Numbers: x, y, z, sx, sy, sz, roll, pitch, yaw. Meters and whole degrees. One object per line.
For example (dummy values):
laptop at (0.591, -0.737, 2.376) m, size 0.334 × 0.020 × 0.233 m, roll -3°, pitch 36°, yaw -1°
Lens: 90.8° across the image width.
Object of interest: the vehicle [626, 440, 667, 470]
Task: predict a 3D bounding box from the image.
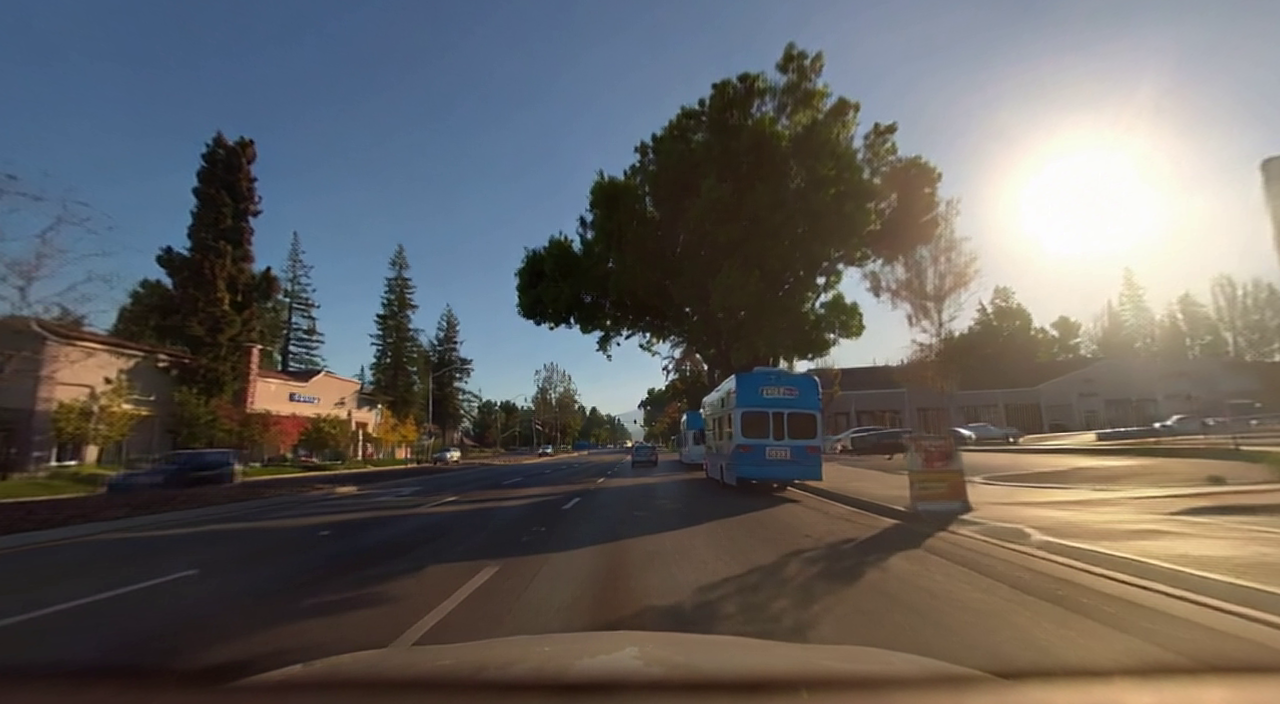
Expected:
vehicle at (0.298, 5.642, 34.787) m, size 2.103 × 1.506 × 4.742 m, roll 0°, pitch -9°, yaw 0°

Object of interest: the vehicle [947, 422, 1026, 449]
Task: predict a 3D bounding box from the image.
vehicle at (26.805, 6.501, 48.843) m, size 5.775 × 1.921 × 2.339 m, roll 4°, pitch -10°, yaw -26°

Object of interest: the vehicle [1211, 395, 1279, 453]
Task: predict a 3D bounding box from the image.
vehicle at (25.961, 3.020, 25.883) m, size 5.146 × 2.180 × 2.306 m, roll 5°, pitch -10°, yaw -33°

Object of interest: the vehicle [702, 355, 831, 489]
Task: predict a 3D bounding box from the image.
vehicle at (4.086, 2.650, 22.711) m, size 2.896 × 3.921 × 8.415 m, roll 0°, pitch -9°, yaw 0°

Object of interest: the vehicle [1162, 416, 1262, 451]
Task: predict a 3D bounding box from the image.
vehicle at (26.994, 3.900, 29.812) m, size 4.363 × 1.534 × 1.914 m, roll 4°, pitch -10°, yaw -27°

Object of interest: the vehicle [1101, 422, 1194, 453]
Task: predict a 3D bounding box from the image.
vehicle at (26.189, 4.431, 32.602) m, size 4.196 × 1.520 × 1.953 m, roll 4°, pitch -9°, yaw -25°

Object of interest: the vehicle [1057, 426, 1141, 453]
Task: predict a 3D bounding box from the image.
vehicle at (25.946, 4.951, 35.682) m, size 4.328 × 1.475 × 1.918 m, roll 4°, pitch -10°, yaw -27°

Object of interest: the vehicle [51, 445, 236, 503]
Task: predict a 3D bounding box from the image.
vehicle at (-14.530, 3.557, 18.903) m, size 1.836 × 1.498 × 4.518 m, roll 0°, pitch -9°, yaw 0°

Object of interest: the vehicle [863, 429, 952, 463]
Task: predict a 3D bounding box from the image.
vehicle at (13.984, 4.929, 33.076) m, size 4.037 × 1.538 × 1.912 m, roll -7°, pitch -10°, yaw 26°
